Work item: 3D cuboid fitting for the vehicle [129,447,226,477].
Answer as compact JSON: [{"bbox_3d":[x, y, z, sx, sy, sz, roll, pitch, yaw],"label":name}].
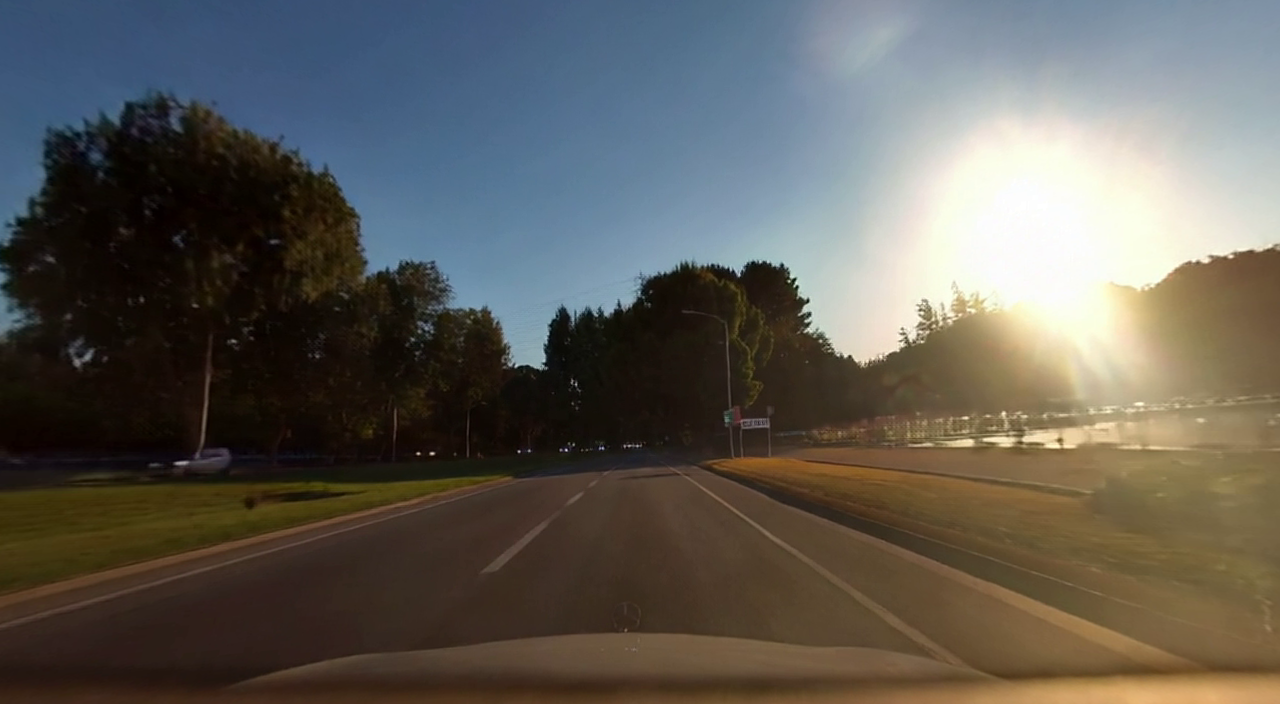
[{"bbox_3d":[-24.485,5.825,33.563,1.826,1.506,4.293,0,-9,1],"label":"vehicle"}]
